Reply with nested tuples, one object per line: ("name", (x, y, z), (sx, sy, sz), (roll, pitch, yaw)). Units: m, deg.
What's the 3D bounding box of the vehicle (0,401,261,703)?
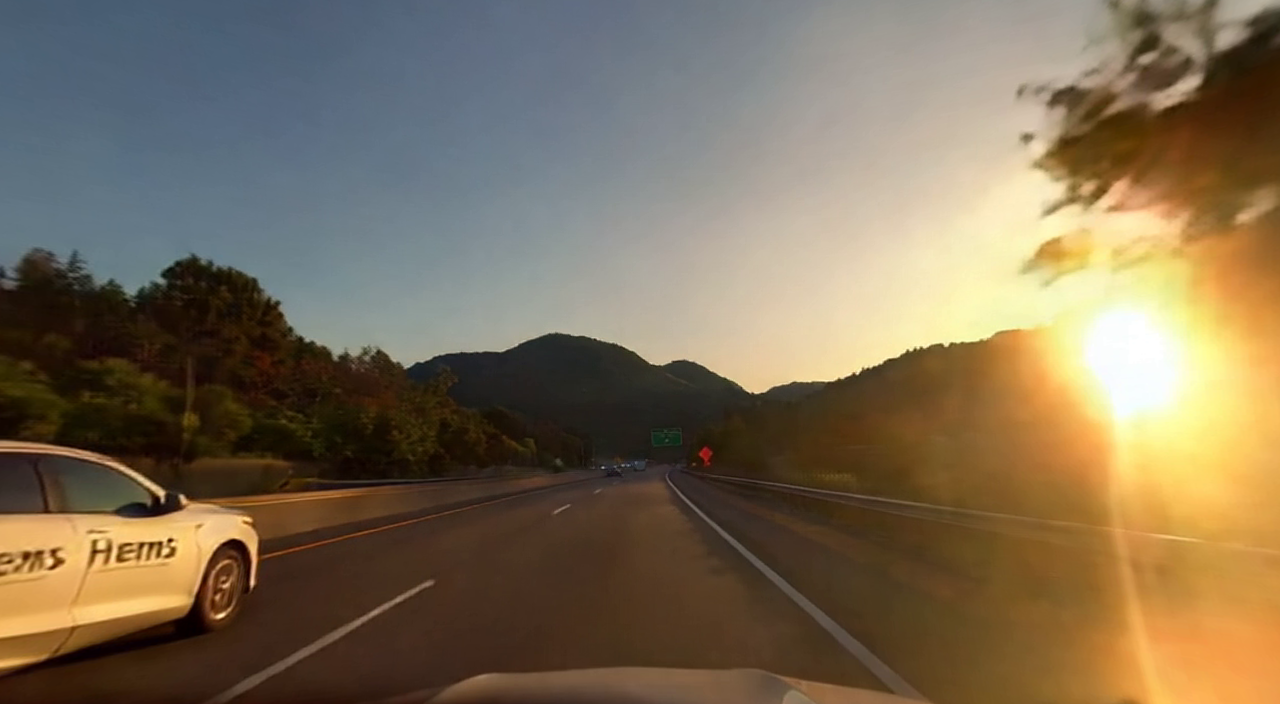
("vehicle", (-3.998, 0.861, 2.253), (2.135, 1.506, 5.041), (1, -10, 0))
